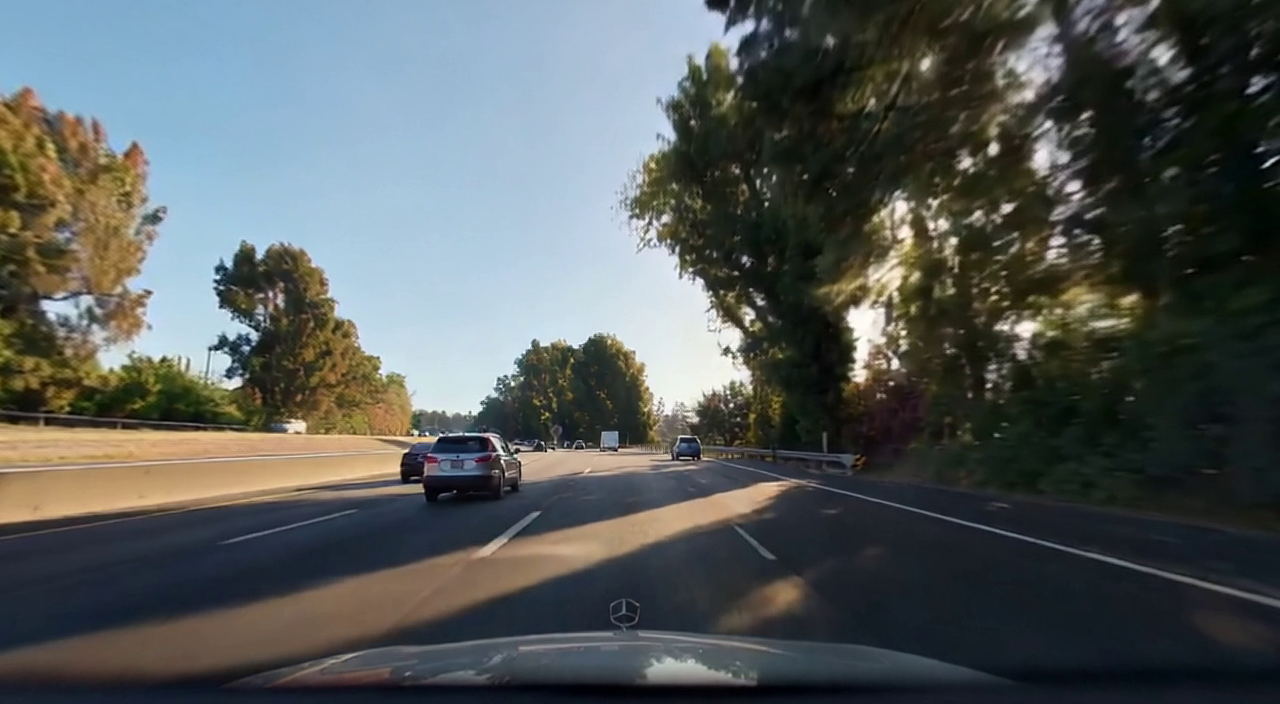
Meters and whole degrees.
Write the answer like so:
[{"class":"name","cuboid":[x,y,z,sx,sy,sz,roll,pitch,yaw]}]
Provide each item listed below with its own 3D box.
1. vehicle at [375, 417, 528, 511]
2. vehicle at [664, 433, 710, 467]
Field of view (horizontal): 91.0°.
[{"class":"vehicle","cuboid":[-3.820,2.370,13.649,2.002,1.680,4.301,0,-9,0]},{"class":"vehicle","cuboid":[2.516,5.385,34.639,2.053,1.698,4.097,1,-9,-3]}]
